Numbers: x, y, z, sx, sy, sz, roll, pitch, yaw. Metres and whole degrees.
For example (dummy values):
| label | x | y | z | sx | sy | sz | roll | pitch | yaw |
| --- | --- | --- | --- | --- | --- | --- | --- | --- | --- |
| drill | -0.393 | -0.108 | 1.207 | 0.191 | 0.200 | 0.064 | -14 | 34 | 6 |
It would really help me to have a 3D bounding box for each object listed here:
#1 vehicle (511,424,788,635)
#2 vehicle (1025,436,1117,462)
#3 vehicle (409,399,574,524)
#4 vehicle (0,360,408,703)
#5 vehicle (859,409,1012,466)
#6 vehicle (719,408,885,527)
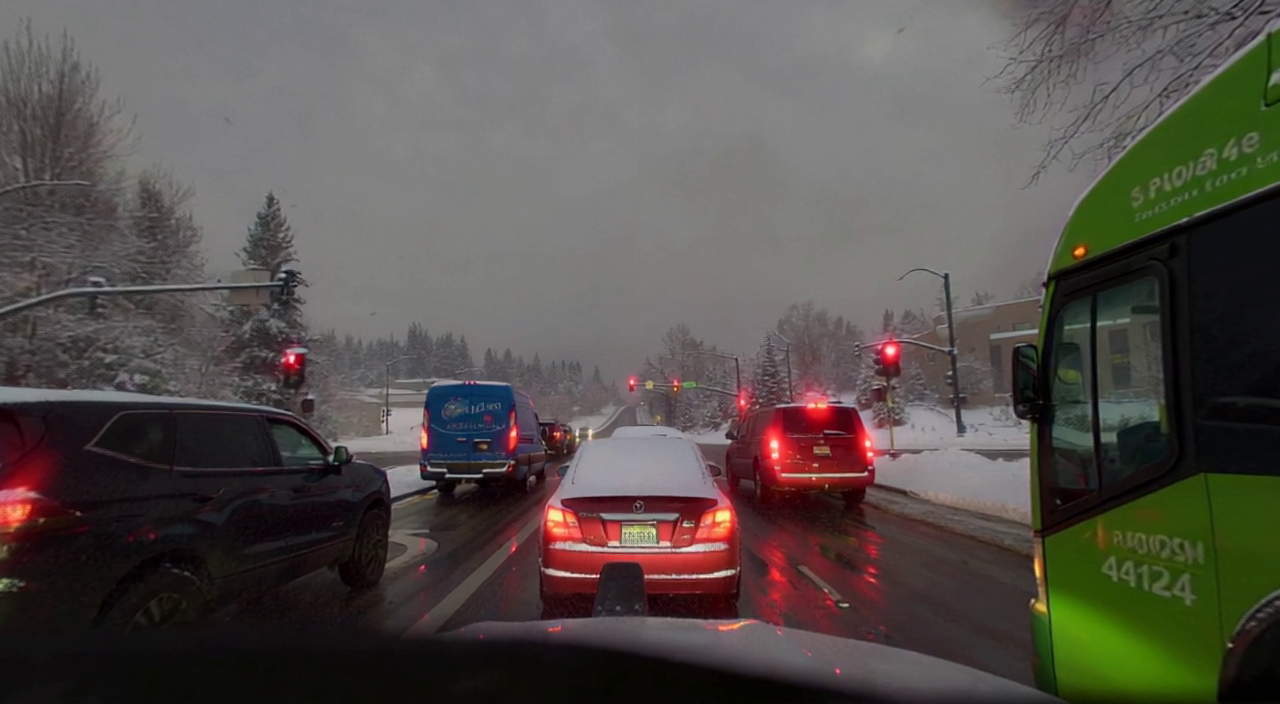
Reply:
| label | x | y | z | sx | sy | sz | roll | pitch | yaw |
| --- | --- | --- | --- | --- | --- | --- | --- | --- | --- |
| vehicle | 0.061 | 1.548 | 6.417 | 1.976 | 1.485 | 3.624 | 0 | -8 | 0 |
| vehicle | 25.878 | 5.826 | 37.992 | 4.229 | 1.489 | 1.794 | 0 | -8 | -2 |
| vehicle | -2.931 | 2.352 | 13.984 | 2.335 | 2.221 | 5.165 | 0 | -8 | 1 |
| vehicle | -3.411 | 1.173 | 4.633 | 1.921 | 1.701 | 3.989 | 0 | -8 | -1 |
| vehicle | 17.593 | 5.129 | 37.928 | 7.839 | 3.213 | 2.628 | 0 | -8 | -3 |
| vehicle | 3.146 | 2.399 | 13.669 | 2.143 | 2.036 | 5.367 | 0 | -8 | 0 |
